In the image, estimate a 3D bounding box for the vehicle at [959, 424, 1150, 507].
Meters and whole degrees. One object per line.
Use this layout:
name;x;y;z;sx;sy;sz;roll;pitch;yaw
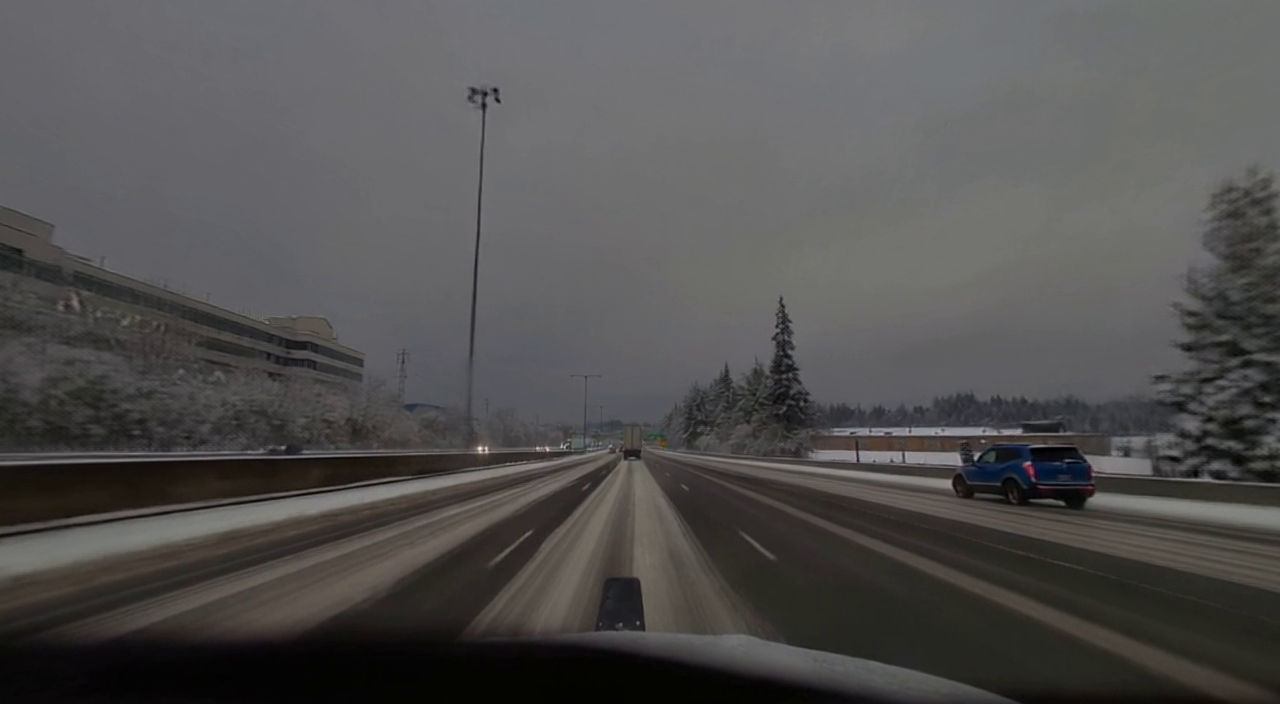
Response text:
vehicle;13.147;3.649;20.646;2.411;2.326;5.300;0;-9;-2
